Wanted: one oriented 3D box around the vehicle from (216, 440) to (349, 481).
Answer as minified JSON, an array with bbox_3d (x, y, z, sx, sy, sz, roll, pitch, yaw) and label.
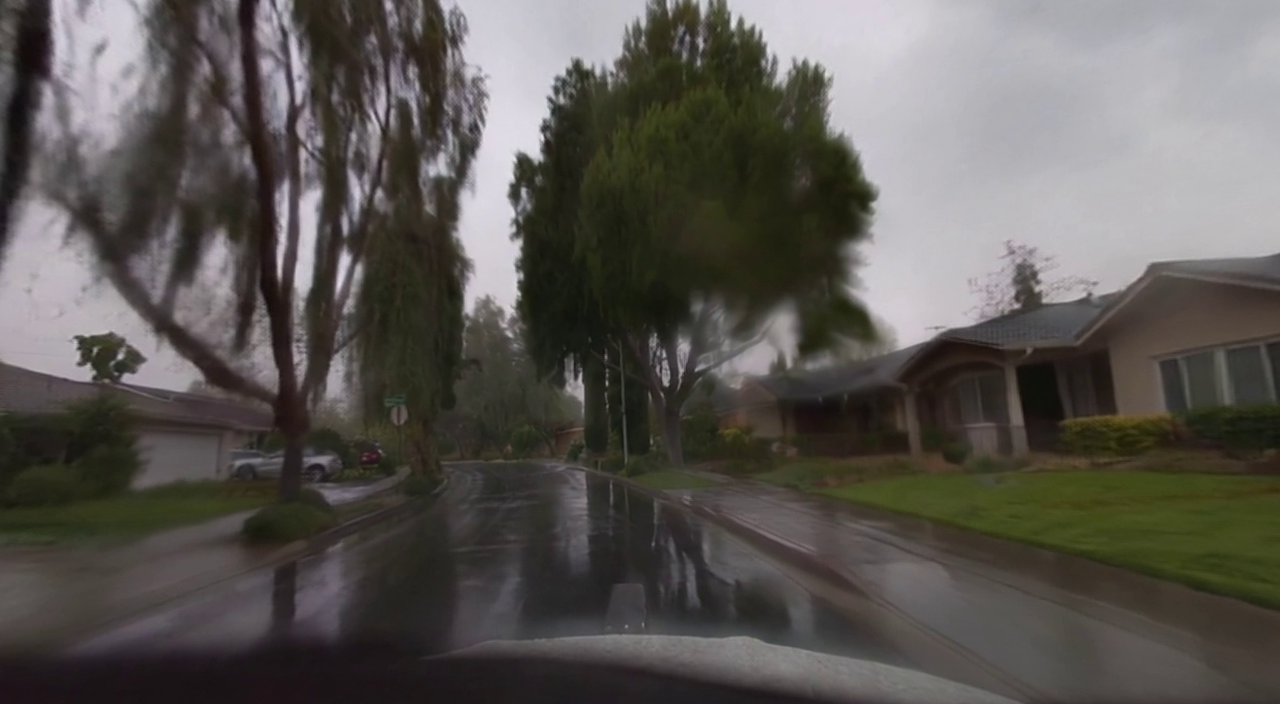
[{"bbox_3d":[-15.151,4.599,26.934,4.471,1.638,1.877,1,-8,-10],"label":"vehicle"}]
